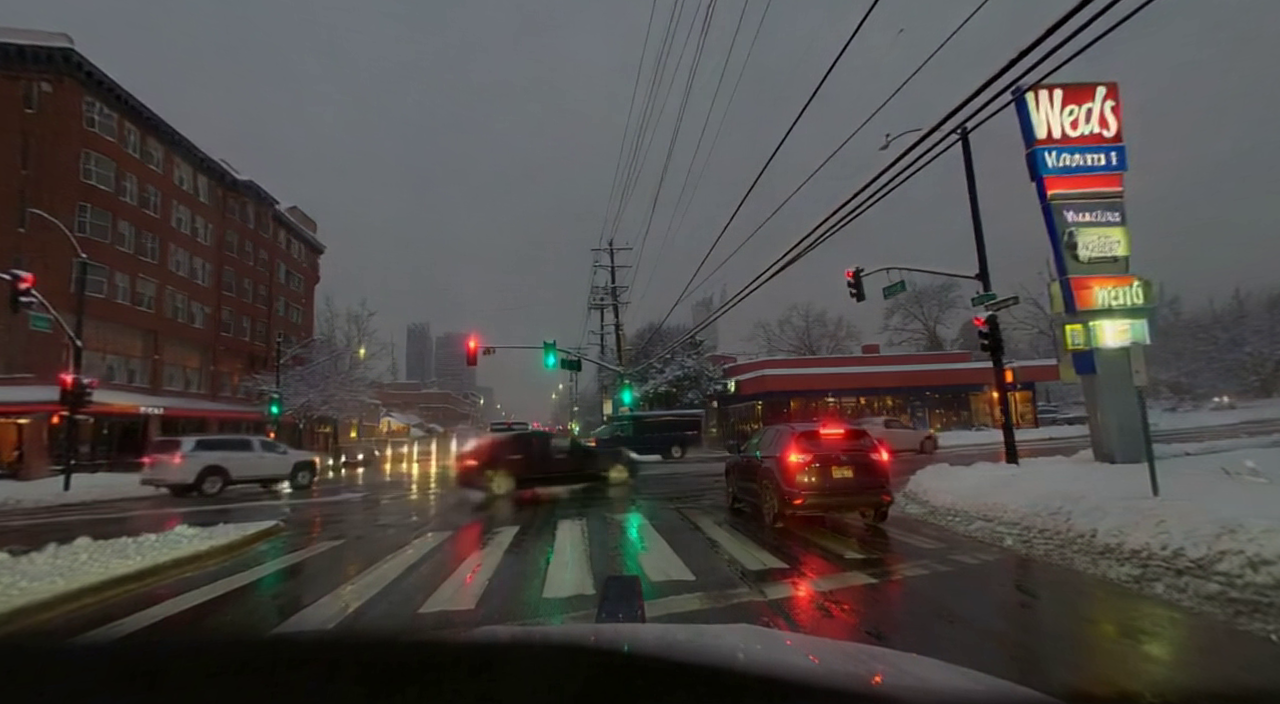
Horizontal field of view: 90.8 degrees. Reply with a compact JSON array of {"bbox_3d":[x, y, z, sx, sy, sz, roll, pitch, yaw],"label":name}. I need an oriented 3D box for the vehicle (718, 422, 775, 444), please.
[{"bbox_3d":[7.603,5.867,45.416,1.866,1.430,3.901,5,-10,-31],"label":"vehicle"}]

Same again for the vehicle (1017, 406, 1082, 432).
[{"bbox_3d":[31.000,5.121,47.794,4.474,1.788,2.039,4,-9,-27],"label":"vehicle"}]

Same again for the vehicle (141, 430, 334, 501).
[{"bbox_3d":[-11.376,3.155,18.016,4.292,1.761,2.105,7,-11,-40],"label":"vehicle"}]

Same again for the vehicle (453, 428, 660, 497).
[{"bbox_3d":[-2.023,2.695,15.735,4.707,1.487,1.907,4,-10,-29],"label":"vehicle"}]

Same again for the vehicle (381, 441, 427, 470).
[{"bbox_3d":[-13.902,6.009,37.111,2.093,1.446,4.054,2,-7,-26],"label":"vehicle"}]

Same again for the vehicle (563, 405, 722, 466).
[{"bbox_3d":[0.201,3.090,23.185,5.588,1.985,2.374,7,-11,-39],"label":"vehicle"}]

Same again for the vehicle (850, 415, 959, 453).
[{"bbox_3d":[11.113,3.458,26.456,4.433,1.453,1.804,5,-10,-30],"label":"vehicle"}]
